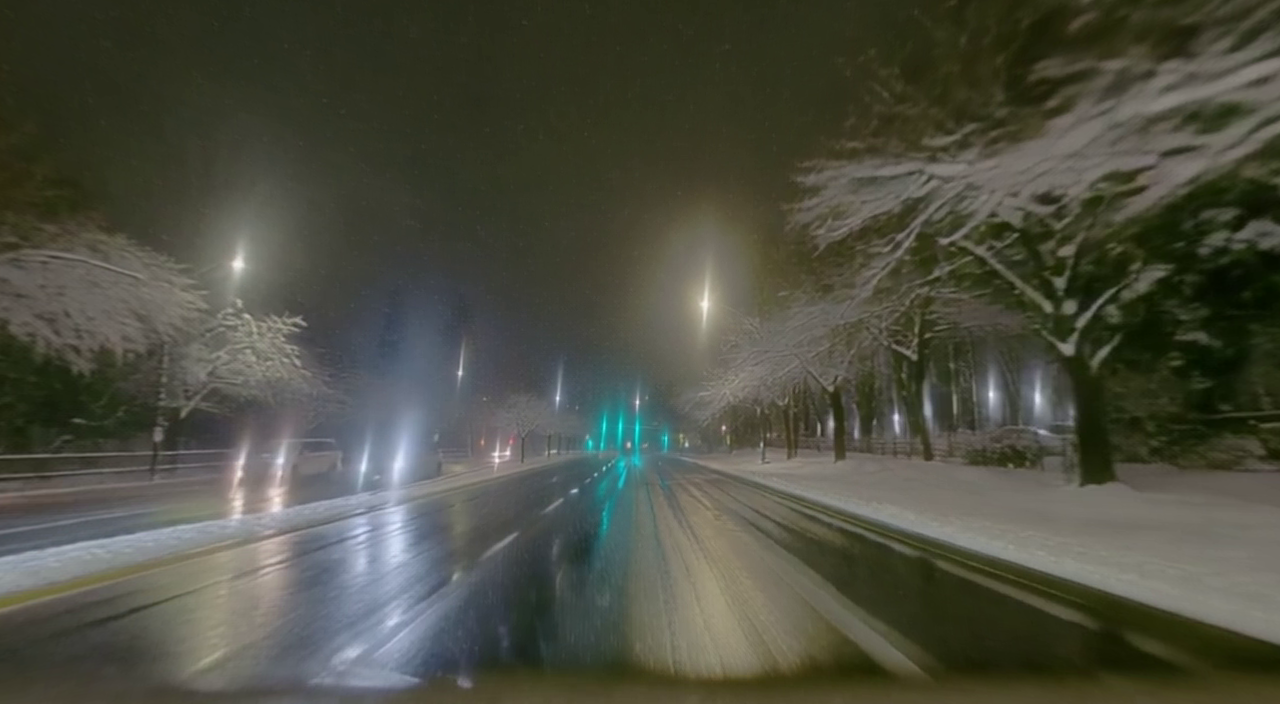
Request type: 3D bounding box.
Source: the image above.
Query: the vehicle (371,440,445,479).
[{"bbox_3d":[-11.944,5.558,32.797,2.146,1.847,4.437,0,-9,0],"label":"vehicle"}]

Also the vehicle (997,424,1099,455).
[{"bbox_3d":[25.303,5.477,39.155,4.814,1.804,1.980,-1,-9,1],"label":"vehicle"}]

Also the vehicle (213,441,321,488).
[{"bbox_3d":[-15.367,4.630,26.210,1.938,1.775,4.137,0,-9,0],"label":"vehicle"}]
